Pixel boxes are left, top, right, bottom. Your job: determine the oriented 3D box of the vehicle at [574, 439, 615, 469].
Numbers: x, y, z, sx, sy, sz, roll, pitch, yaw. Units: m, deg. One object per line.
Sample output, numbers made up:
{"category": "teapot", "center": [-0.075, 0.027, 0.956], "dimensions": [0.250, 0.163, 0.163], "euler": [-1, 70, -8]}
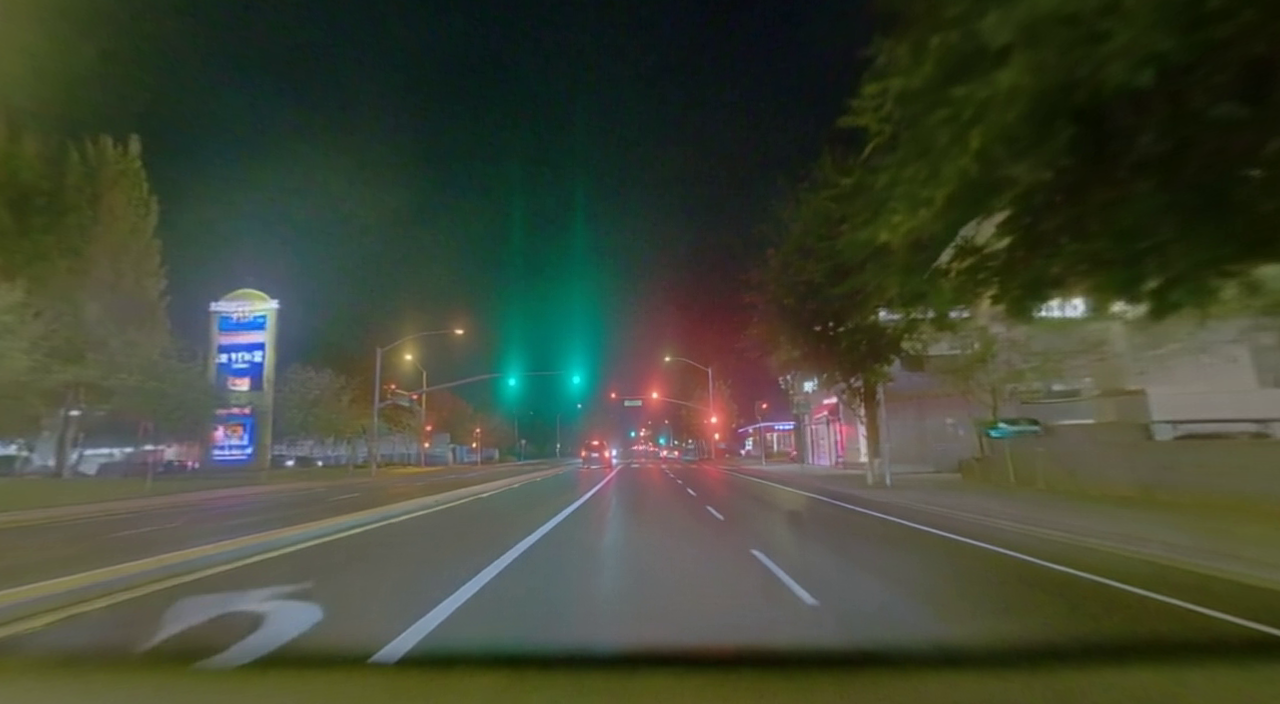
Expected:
{"category": "vehicle", "center": [-2.844, 6.525, 40.598], "dimensions": [2.250, 1.791, 4.300], "euler": [0, -8, 1]}
